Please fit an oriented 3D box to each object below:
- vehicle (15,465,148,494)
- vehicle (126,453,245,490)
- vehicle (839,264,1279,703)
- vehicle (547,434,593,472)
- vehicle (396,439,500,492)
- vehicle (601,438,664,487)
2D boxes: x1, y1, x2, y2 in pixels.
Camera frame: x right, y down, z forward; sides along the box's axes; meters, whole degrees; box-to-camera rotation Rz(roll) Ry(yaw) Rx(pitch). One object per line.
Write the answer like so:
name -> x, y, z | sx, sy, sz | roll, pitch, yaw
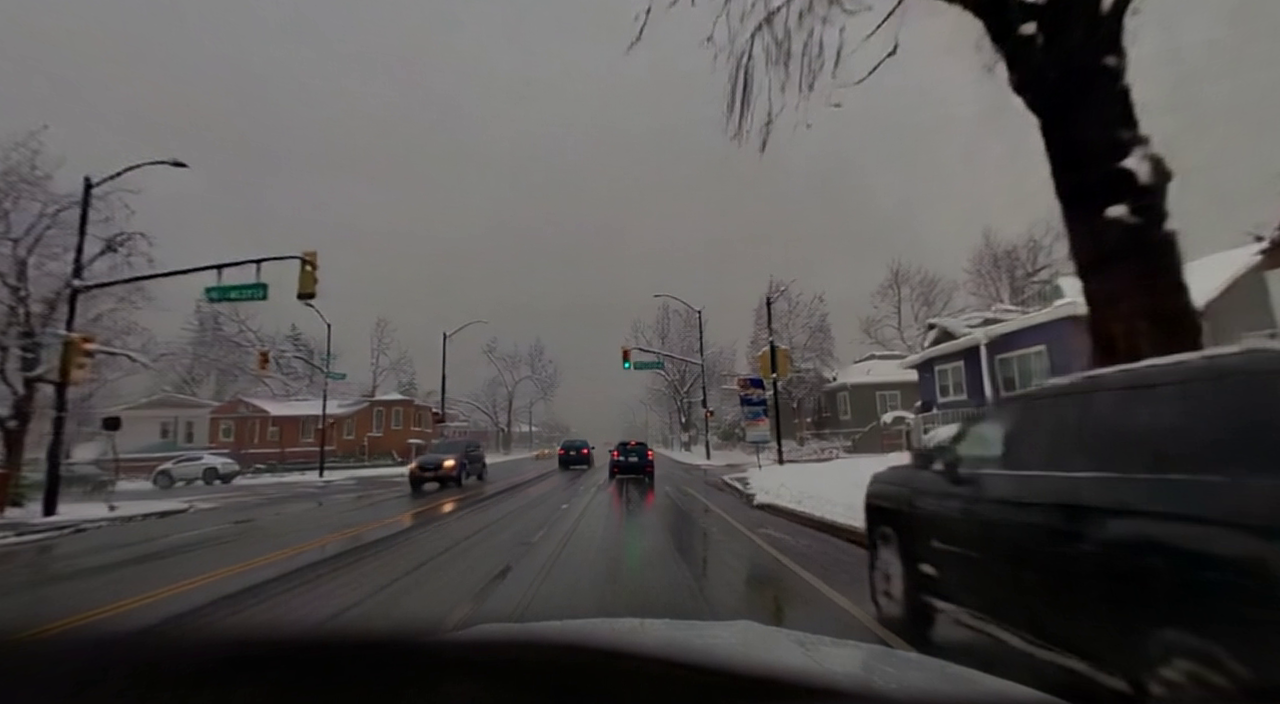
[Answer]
vehicle -> -28.372, 6.482, 32.104 | 4.841, 1.447, 1.930 | 0, -10, -2
vehicle -> -23.219, 6.105, 32.262 | 4.537, 1.755, 1.933 | 0, -9, -1
vehicle -> 2.799, 0.836, 2.952 | 2.066, 1.796, 4.719 | 0, -9, -2
vehicle -> -3.564, 5.261, 32.795 | 1.983, 1.841, 4.013 | 0, -9, -1
vehicle -> -6.422, 3.831, 21.721 | 2.048, 1.601, 5.047 | 0, -9, -1
vehicle -> -0.301, 3.786, 21.940 | 1.998, 1.518, 4.015 | 0, -8, -2
